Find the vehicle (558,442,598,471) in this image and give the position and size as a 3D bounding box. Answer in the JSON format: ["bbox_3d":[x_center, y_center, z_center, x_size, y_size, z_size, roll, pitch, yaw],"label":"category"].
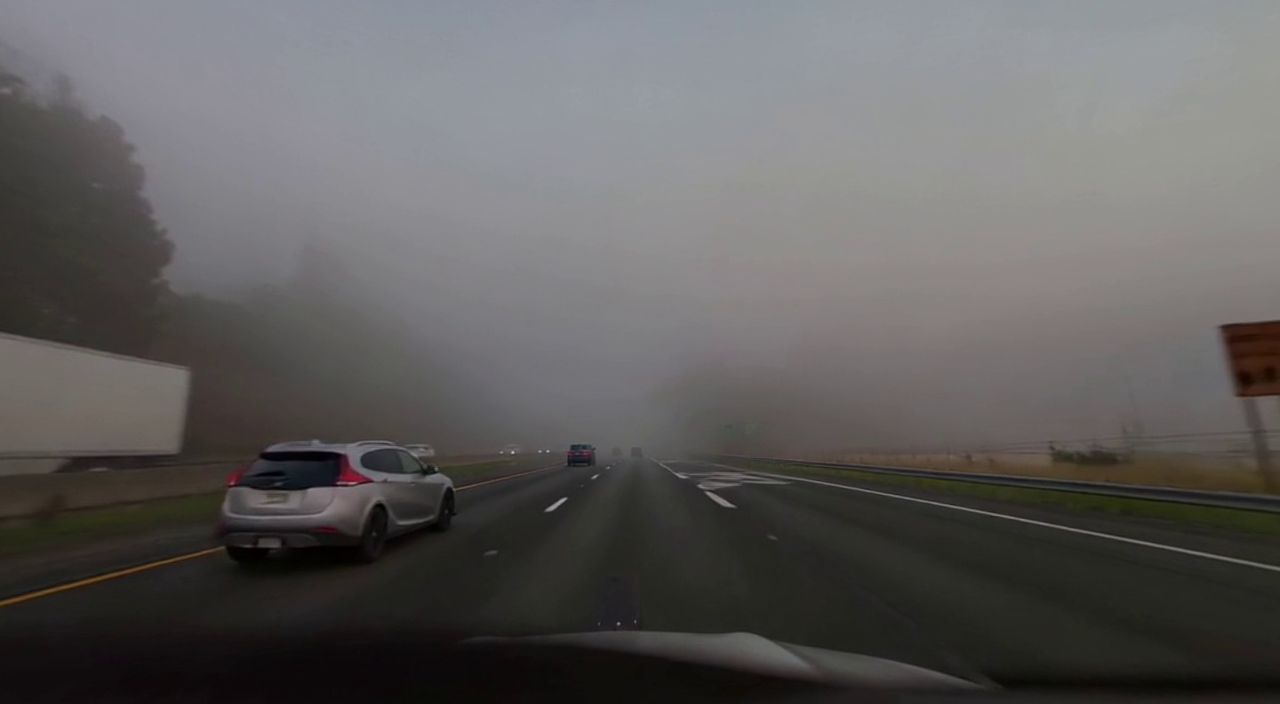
[{"bbox_3d":[-3.945,6.731,40.617,2.111,1.717,4.426,0,-9,0],"label":"vehicle"}]

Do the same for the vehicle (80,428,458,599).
[{"bbox_3d":[-3.954,1.783,7.863,2.018,1.497,4.399,-1,-9,0],"label":"vehicle"}]

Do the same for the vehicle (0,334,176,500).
[{"bbox_3d":[-16.856,1.076,11.904,2.968,3.931,17.389,0,-9,0],"label":"vehicle"}]
